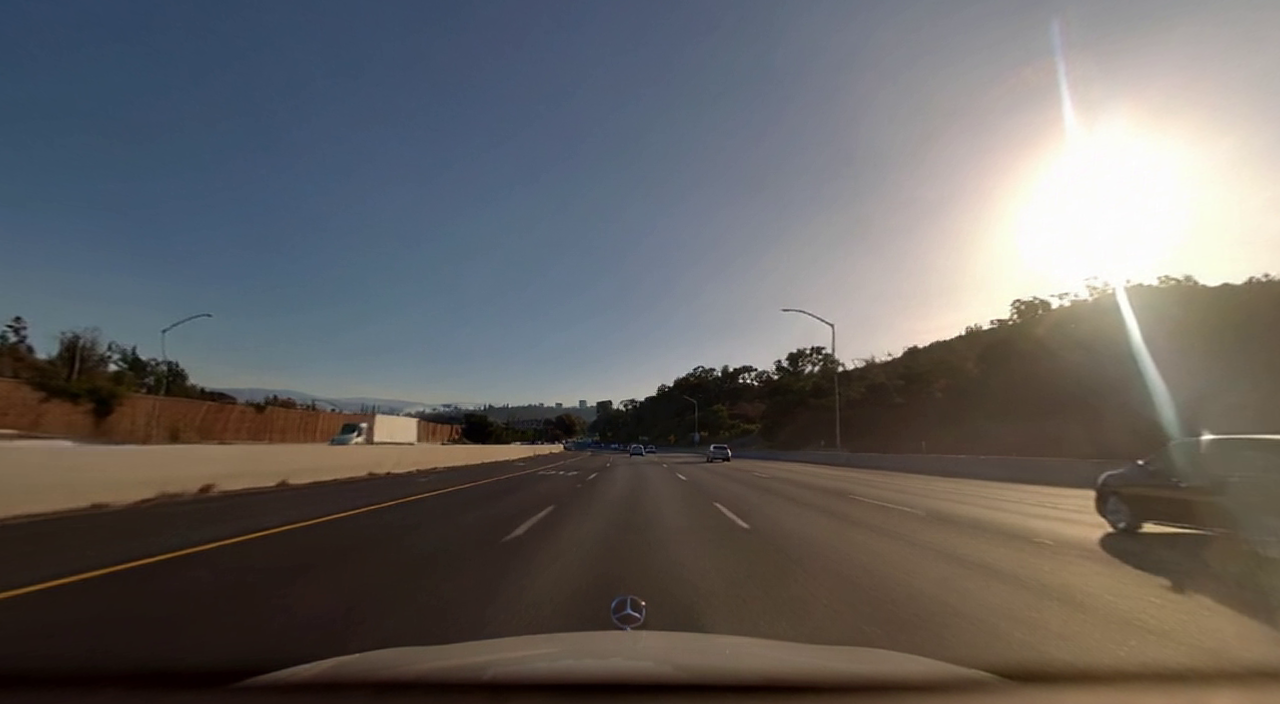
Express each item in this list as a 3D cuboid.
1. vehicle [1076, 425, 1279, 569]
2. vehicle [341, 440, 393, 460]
[{"bbox_3d":[7.838,1.654,7.423,2.031,1.524,4.657,0,-8,0],"label":"vehicle"},{"bbox_3d":[-21.523,7.724,49.915,1.936,1.478,4.875,0,-8,1],"label":"vehicle"}]
